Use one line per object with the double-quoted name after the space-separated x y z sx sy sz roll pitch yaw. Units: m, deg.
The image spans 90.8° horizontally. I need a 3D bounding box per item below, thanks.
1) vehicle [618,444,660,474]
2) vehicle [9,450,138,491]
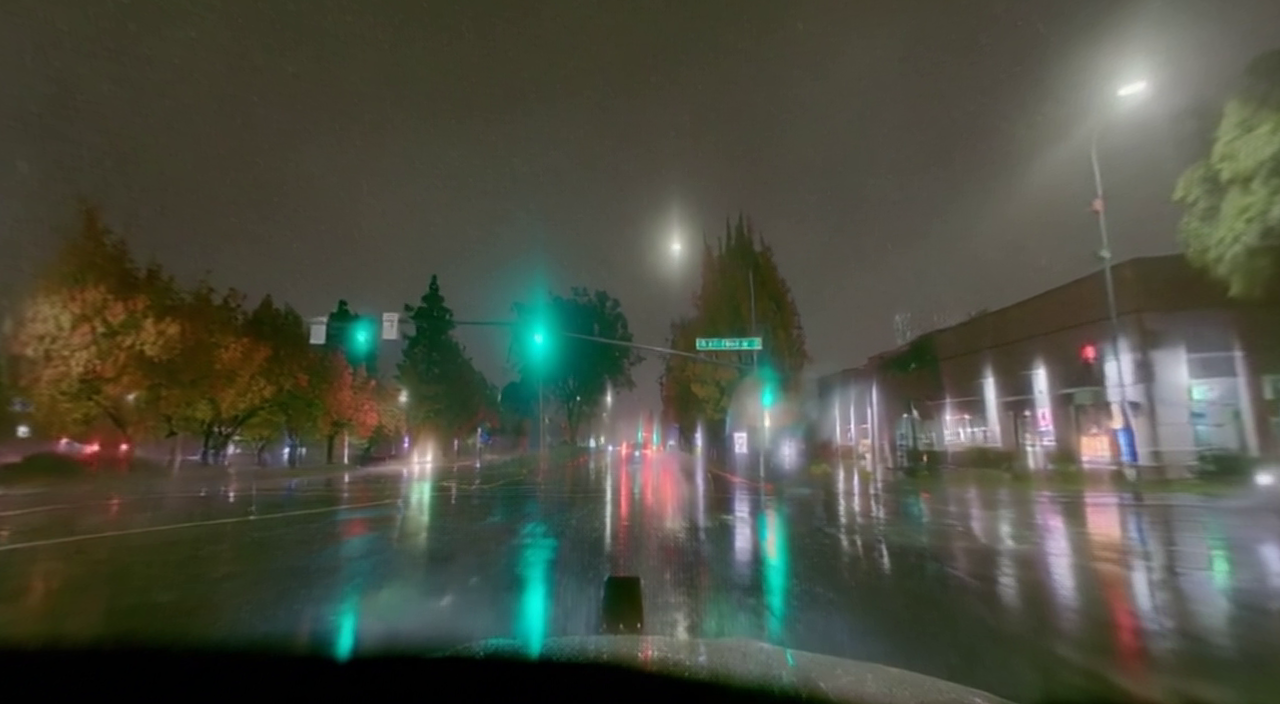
-0.030 5.632 33.460 2.115 1.461 3.976 0 -8 1 "vehicle"
-26.935 5.612 30.279 1.969 1.693 4.461 -1 -8 1 "vehicle"
